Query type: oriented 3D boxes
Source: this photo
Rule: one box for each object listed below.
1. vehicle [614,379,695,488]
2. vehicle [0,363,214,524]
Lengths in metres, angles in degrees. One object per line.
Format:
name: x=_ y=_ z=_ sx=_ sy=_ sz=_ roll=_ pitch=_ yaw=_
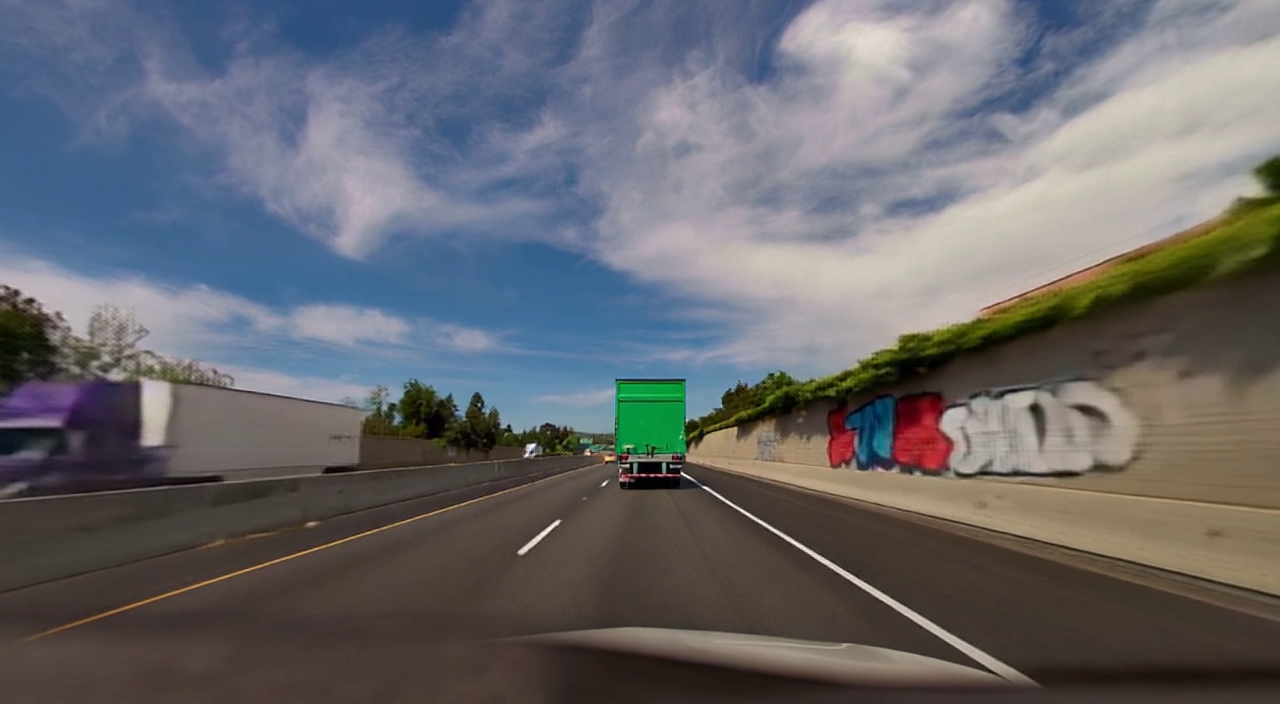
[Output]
vehicle: x=0.432 y=3.753 z=28.125 sx=2.900 sy=3.955 sz=10.151 roll=0 pitch=-9 yaw=-1
vehicle: x=-16.285 y=2.718 z=18.653 sx=3.009 sy=3.980 sz=5.790 roll=0 pitch=-9 yaw=1
